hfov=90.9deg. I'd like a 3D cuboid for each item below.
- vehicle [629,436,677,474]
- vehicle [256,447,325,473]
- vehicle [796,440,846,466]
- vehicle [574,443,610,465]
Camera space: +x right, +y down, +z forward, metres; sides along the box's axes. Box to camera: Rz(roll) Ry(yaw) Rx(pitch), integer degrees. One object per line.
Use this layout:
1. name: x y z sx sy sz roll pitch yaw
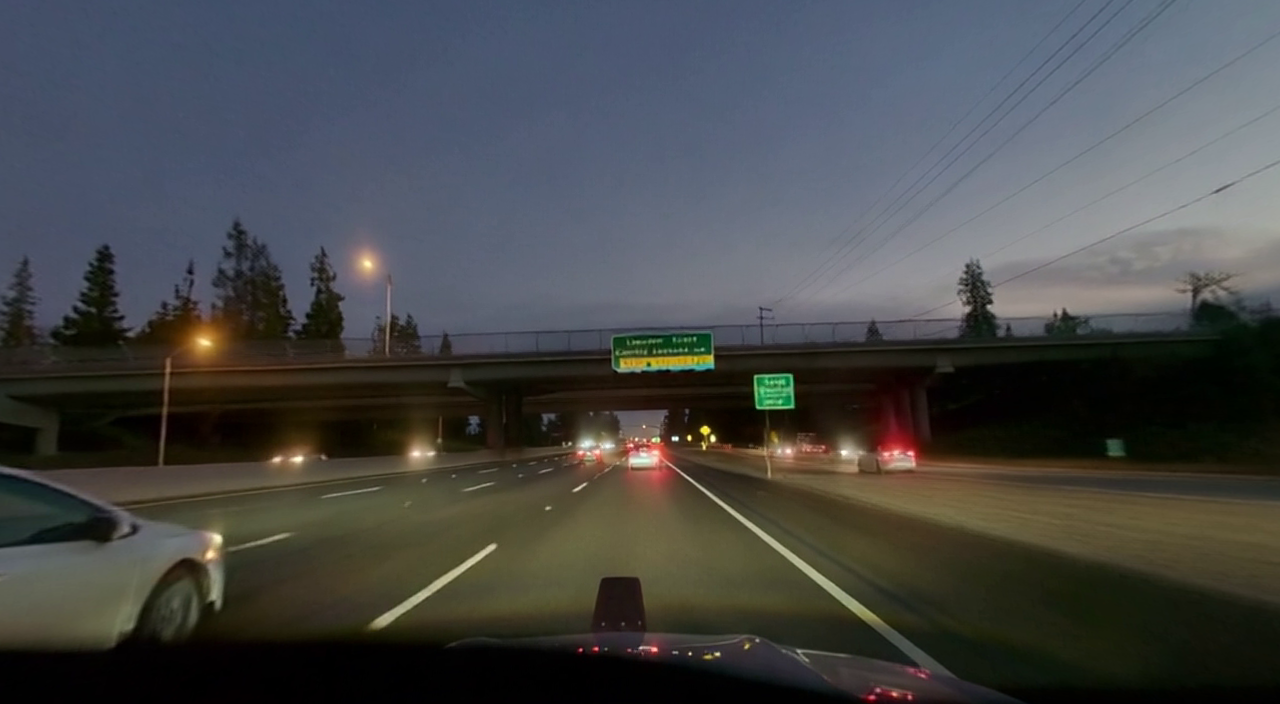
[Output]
1. vehicle: 0.592 4.910 30.290 2.152 1.697 4.066 0 -8 0
2. vehicle: -22.195 6.873 40.277 1.892 1.531 4.346 0 -8 1
3. vehicle: 12.530 6.982 43.895 2.009 1.675 4.196 1 -8 -3
4. vehicle: -3.235 6.985 43.366 2.056 1.464 4.564 0 -8 1
